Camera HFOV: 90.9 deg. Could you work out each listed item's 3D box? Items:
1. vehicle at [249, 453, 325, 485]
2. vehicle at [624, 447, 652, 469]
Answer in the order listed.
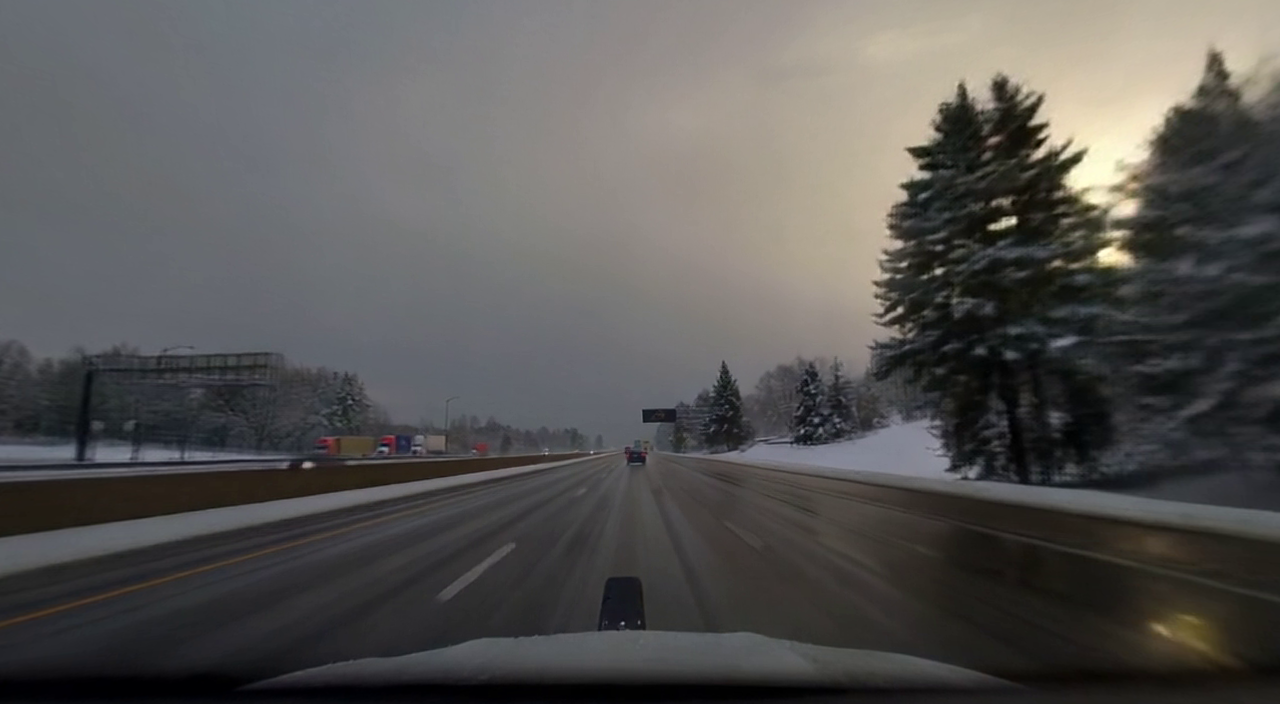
[{"bbox_3d":[-18.951,6.272,34.022,1.807,1.559,3.952,0,-9,-1],"label":"vehicle"},{"bbox_3d":[-0.154,7.804,46.397,1.916,1.494,4.335,0,-9,-1],"label":"vehicle"}]
